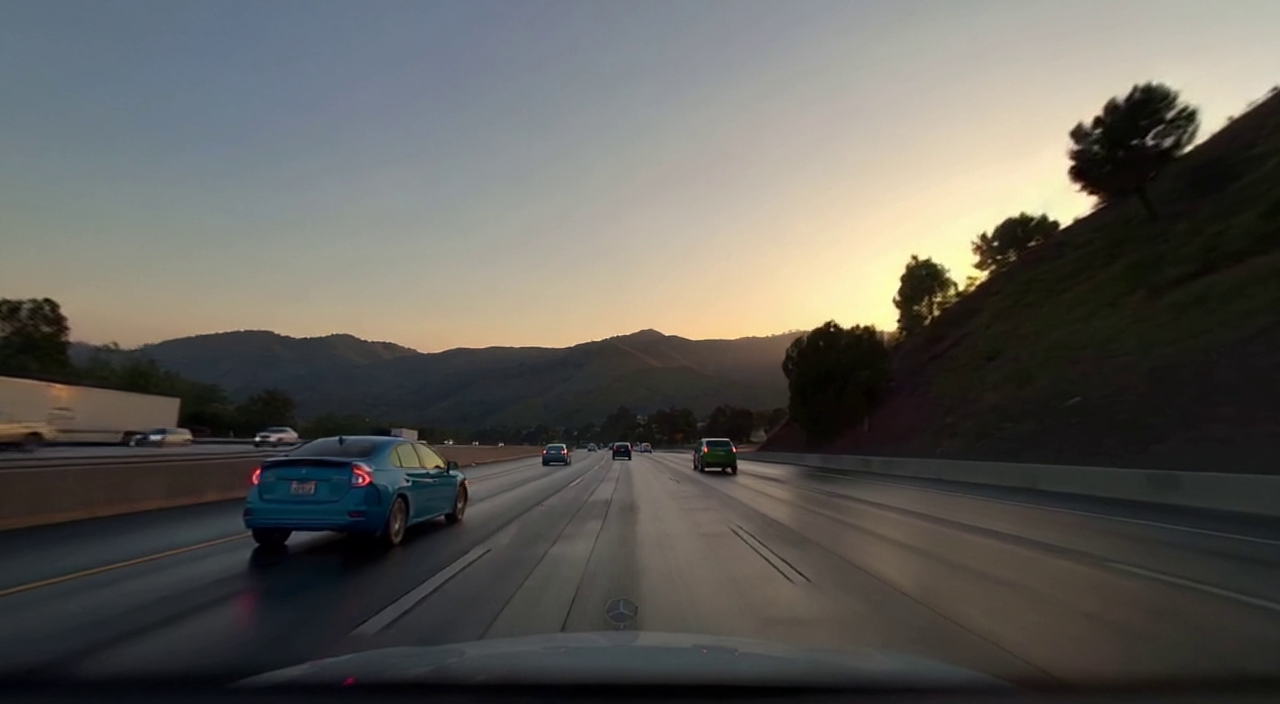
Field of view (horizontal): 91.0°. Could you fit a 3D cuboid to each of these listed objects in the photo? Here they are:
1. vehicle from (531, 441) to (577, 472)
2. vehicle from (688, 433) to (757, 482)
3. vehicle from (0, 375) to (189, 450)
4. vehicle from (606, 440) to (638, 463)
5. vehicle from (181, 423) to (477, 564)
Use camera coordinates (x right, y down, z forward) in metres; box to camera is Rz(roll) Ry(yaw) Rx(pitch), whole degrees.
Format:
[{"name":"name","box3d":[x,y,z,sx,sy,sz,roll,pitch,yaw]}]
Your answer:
[{"name":"vehicle","box3d":[-4.345,5.336,32.322,1.796,1.464,3.839,0,-9,0]},{"name":"vehicle","box3d":[3.299,4.351,26.179,2.222,1.820,4.733,0,-9,0]},{"name":"vehicle","box3d":[-36.202,4.186,40.180,2.975,3.991,16.880,1,-9,-2]},{"name":"vehicle","box3d":[-1.240,7.141,45.246,2.147,1.572,4.094,0,-9,0]},{"name":"vehicle","box3d":[-3.963,1.867,9.056,1.993,1.500,4.248,0,-9,1]}]
